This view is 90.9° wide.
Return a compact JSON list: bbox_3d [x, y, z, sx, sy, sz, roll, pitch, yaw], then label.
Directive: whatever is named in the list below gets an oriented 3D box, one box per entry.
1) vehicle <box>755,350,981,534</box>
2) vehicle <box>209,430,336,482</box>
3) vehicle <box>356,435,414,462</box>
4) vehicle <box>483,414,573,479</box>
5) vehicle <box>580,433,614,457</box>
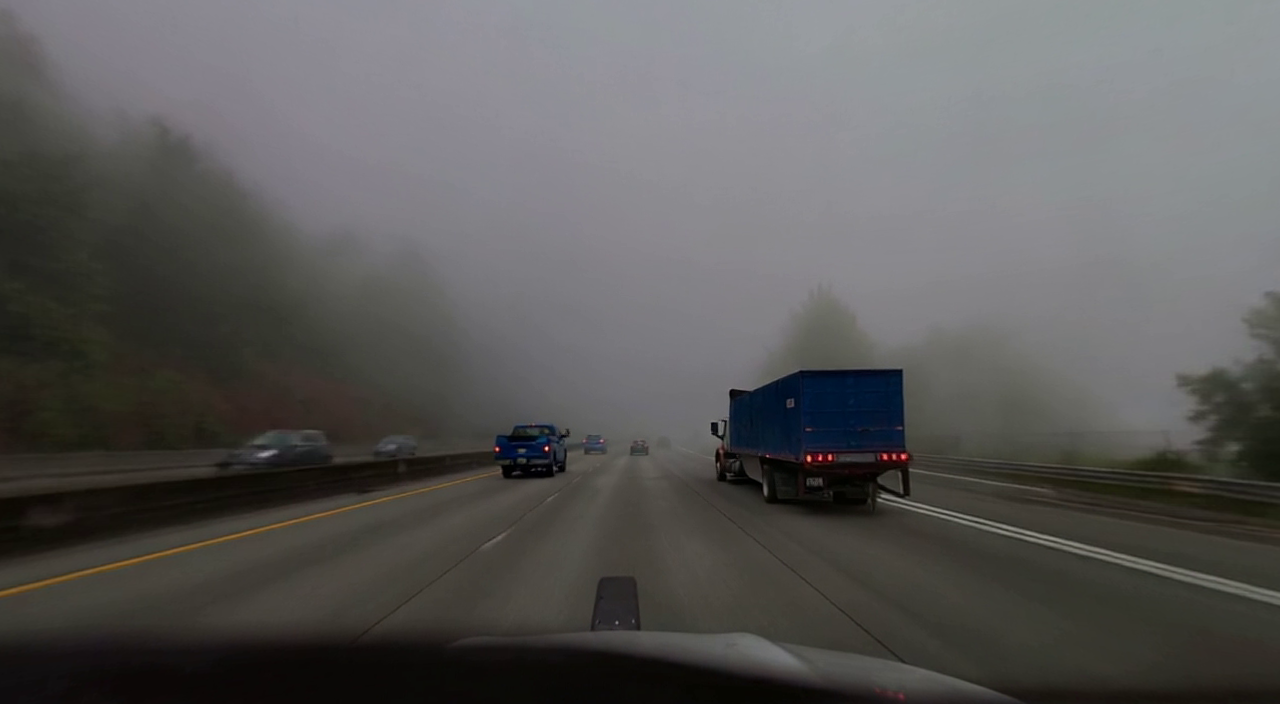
[{"bbox_3d":[3.554,1.516,10.882,2.256,2.568,4.049,0,-8,-1],"label":"vehicle"},{"bbox_3d":[-12.441,3.504,21.690,1.873,1.595,4.120,0,-8,0],"label":"vehicle"},{"bbox_3d":[-15.085,5.709,37.464,1.773,1.509,3.815,0,-8,1],"label":"vehicle"},{"bbox_3d":[-3.684,3.210,21.675,2.204,1.991,4.720,0,-8,0],"label":"vehicle"},{"bbox_3d":[-2.967,6.534,44.268,2.008,1.588,4.147,0,-8,1],"label":"vehicle"}]
